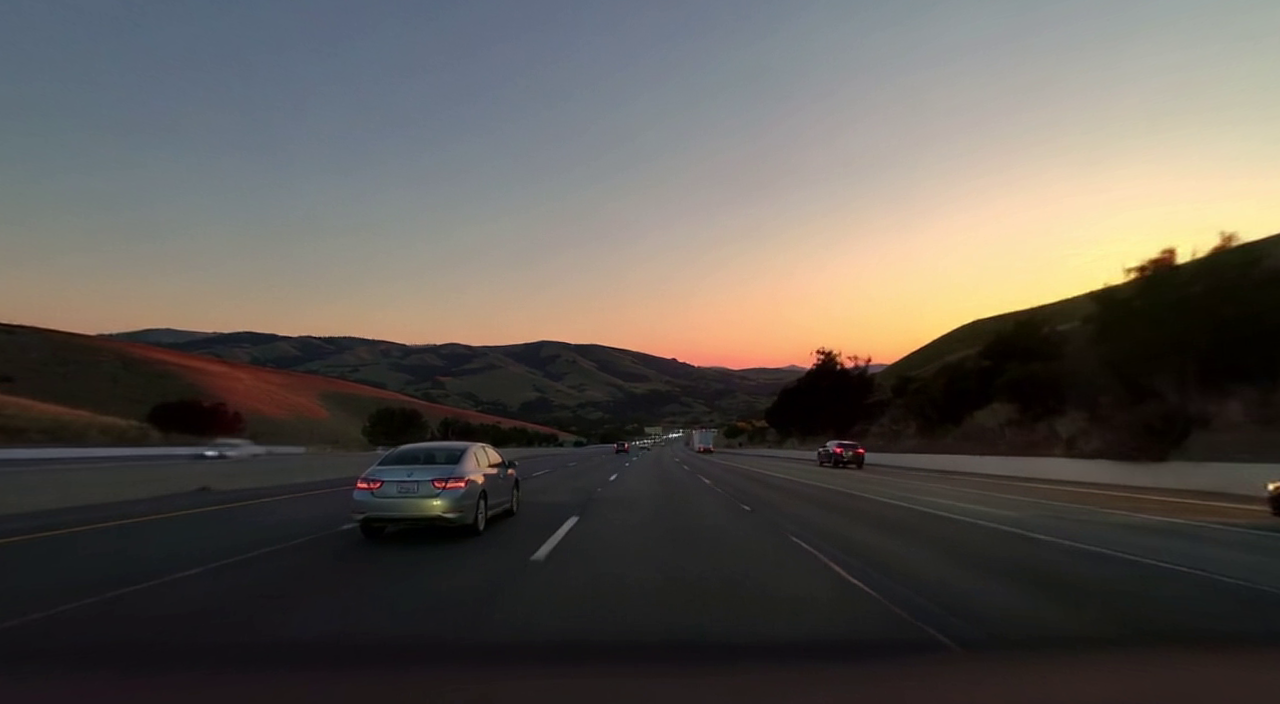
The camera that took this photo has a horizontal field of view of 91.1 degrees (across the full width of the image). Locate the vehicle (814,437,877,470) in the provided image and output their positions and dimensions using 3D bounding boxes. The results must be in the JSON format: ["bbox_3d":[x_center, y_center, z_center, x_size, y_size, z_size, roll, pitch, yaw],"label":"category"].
[{"bbox_3d":[11.605,5.727,35.753,2.062,1.736,4.589,0,-8,0],"label":"vehicle"}]

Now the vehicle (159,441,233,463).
[{"bbox_3d":[-32.824,7.369,46.594,2.005,1.519,4.736,0,-8,0],"label":"vehicle"}]

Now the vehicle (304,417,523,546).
[{"bbox_3d":[-3.224,1.921,9.916,1.967,1.615,3.886,0,-8,0],"label":"vehicle"}]

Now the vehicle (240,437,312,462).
[{"bbox_3d":[-28.598,7.664,49.556,2.173,1.849,5.682,0,-8,1],"label":"vehicle"}]
